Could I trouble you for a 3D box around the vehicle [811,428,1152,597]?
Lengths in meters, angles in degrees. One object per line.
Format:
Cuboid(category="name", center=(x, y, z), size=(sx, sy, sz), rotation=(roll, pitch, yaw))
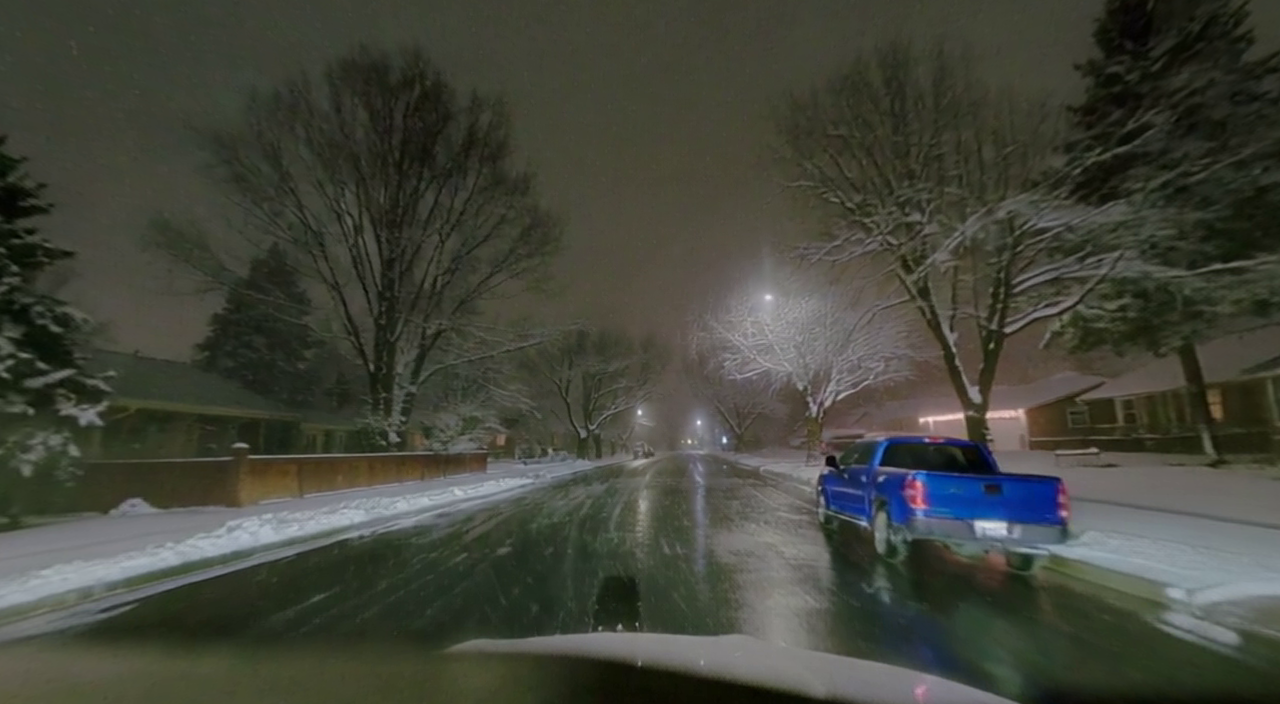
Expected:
Cuboid(category="vehicle", center=(3.649, 1.751, 7.842), size=(2.006, 1.494, 4.211), rotation=(0, -8, 2))
